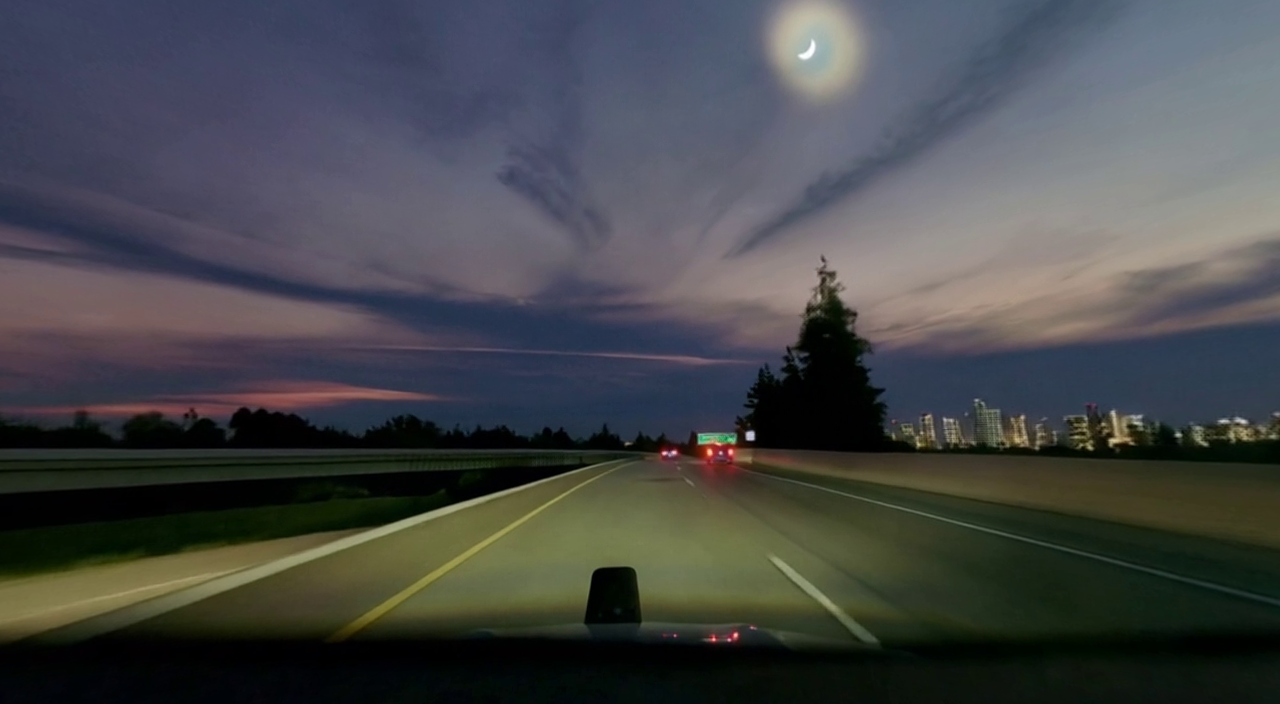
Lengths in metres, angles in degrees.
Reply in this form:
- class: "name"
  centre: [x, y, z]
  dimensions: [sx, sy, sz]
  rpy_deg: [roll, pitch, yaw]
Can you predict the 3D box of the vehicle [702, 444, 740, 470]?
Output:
- class: "vehicle"
  centre: [5.069, 6.599, 39.976]
  dimensions: [2.030, 1.526, 4.165]
  rpy_deg: [0, -8, 2]
